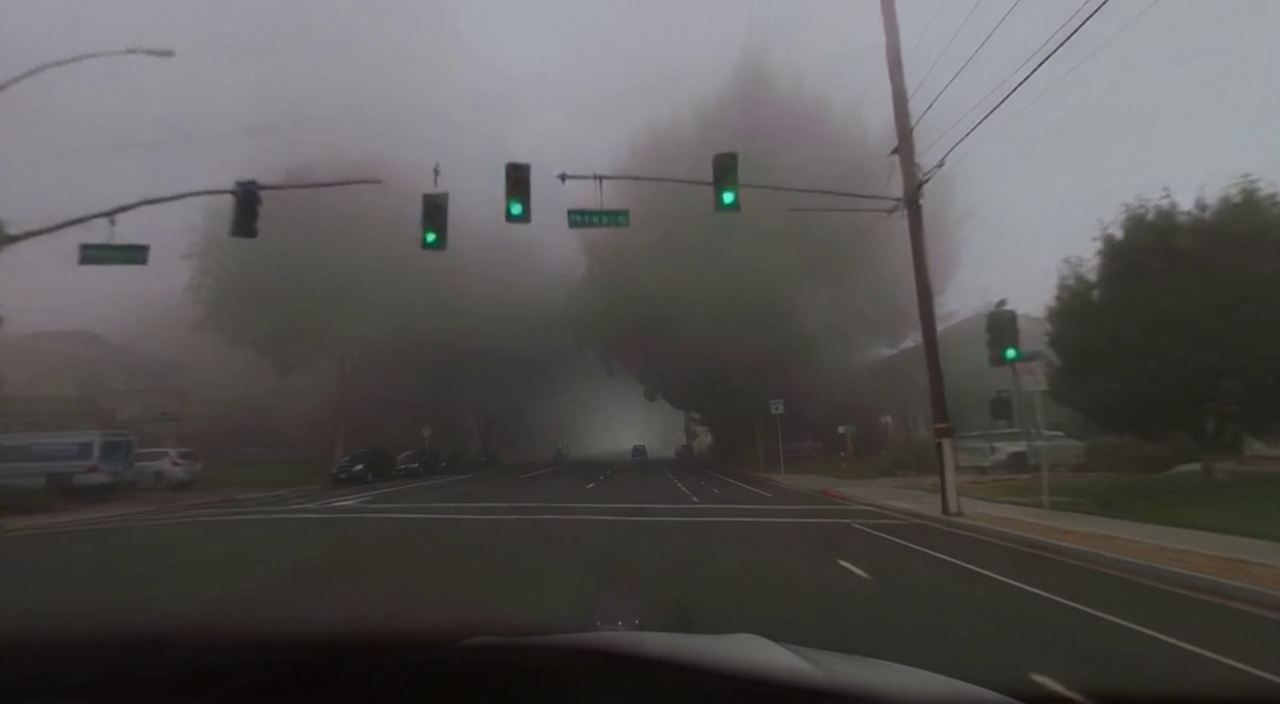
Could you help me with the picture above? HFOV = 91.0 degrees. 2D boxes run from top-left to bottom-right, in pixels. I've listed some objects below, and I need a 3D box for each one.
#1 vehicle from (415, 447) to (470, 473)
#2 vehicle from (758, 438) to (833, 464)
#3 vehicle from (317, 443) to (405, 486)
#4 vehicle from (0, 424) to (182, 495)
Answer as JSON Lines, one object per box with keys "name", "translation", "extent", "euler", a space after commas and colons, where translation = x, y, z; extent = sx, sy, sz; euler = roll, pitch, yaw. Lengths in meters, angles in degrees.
{"name": "vehicle", "translation": [-12.123, 6.678, 38.868], "extent": [1.888, 1.477, 4.629], "euler": [-1, -10, 0]}
{"name": "vehicle", "translation": [11.293, 7.215, 45.949], "extent": [4.880, 1.842, 2.069], "euler": [0, -9, -1]}
{"name": "vehicle", "translation": [-12.108, 4.920, 27.640], "extent": [1.932, 1.673, 4.314], "euler": [-1, -10, -1]}
{"name": "vehicle", "translation": [-18.019, 3.358, 19.599], "extent": [5.656, 1.999, 2.307], "euler": [-1, -10, 2]}
